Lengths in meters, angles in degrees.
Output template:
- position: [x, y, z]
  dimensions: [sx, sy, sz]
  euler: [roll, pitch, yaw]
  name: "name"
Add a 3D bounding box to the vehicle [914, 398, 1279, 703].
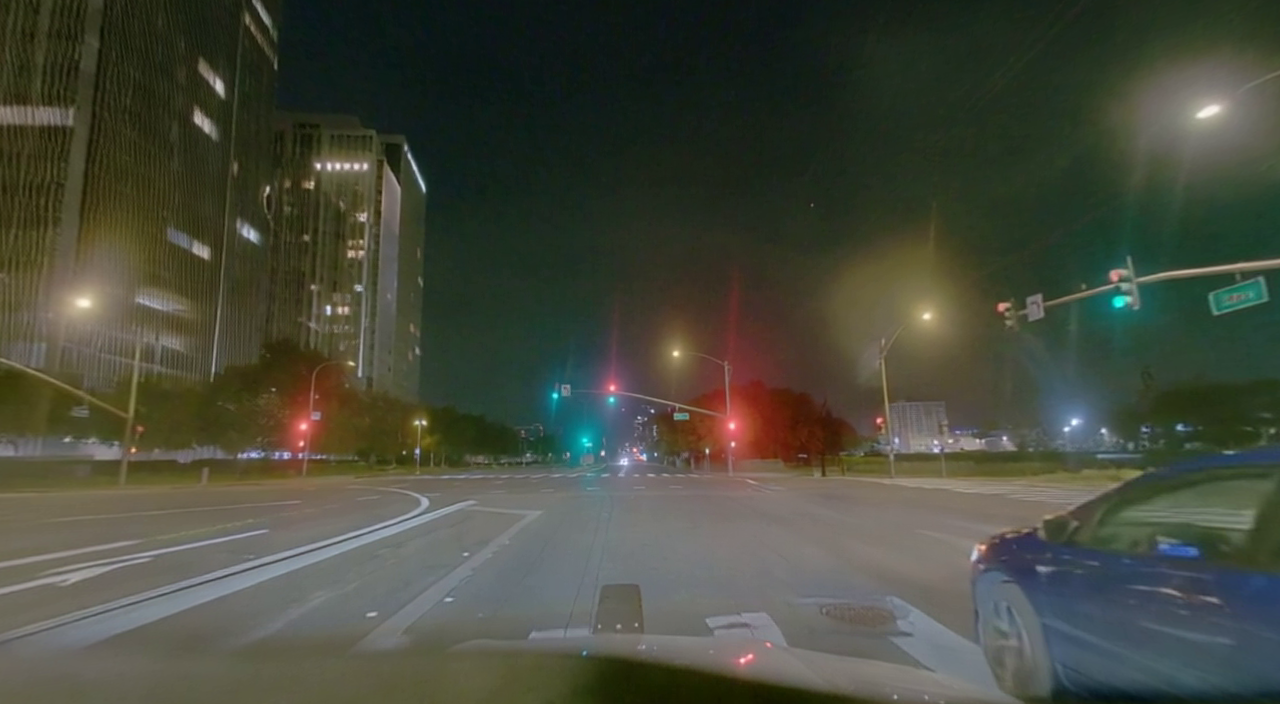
- position: [3.141, 0.958, 2.258]
  dimensions: [2.089, 1.539, 4.767]
  euler: [0, -9, -1]
  name: "vehicle"
